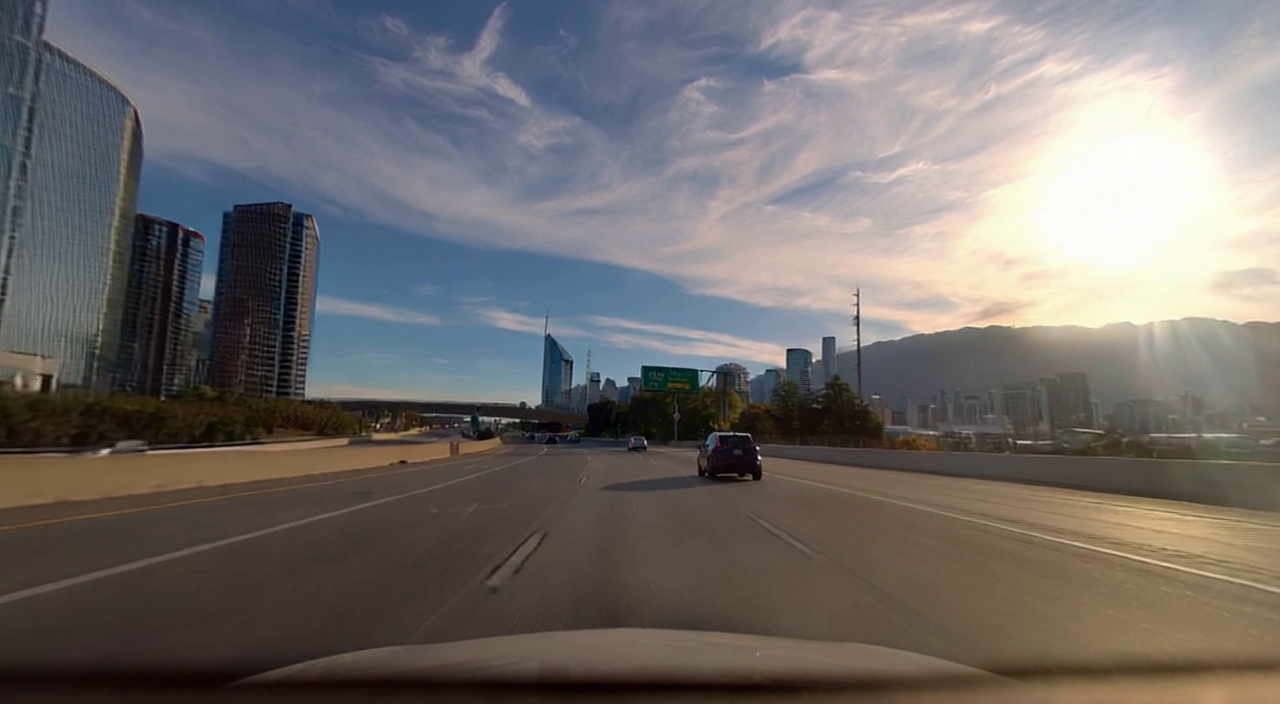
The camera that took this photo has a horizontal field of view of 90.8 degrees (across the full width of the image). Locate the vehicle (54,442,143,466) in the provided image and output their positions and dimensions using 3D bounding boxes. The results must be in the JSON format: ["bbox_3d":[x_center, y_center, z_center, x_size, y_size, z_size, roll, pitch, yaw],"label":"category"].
[{"bbox_3d":[-34.853,6.542,40.854,1.841,1.441,4.695,0,-8,-4],"label":"vehicle"}]

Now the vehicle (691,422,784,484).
[{"bbox_3d":[3.035,3.293,20.796,2.110,1.780,4.682,0,-8,-3],"label":"vehicle"}]
